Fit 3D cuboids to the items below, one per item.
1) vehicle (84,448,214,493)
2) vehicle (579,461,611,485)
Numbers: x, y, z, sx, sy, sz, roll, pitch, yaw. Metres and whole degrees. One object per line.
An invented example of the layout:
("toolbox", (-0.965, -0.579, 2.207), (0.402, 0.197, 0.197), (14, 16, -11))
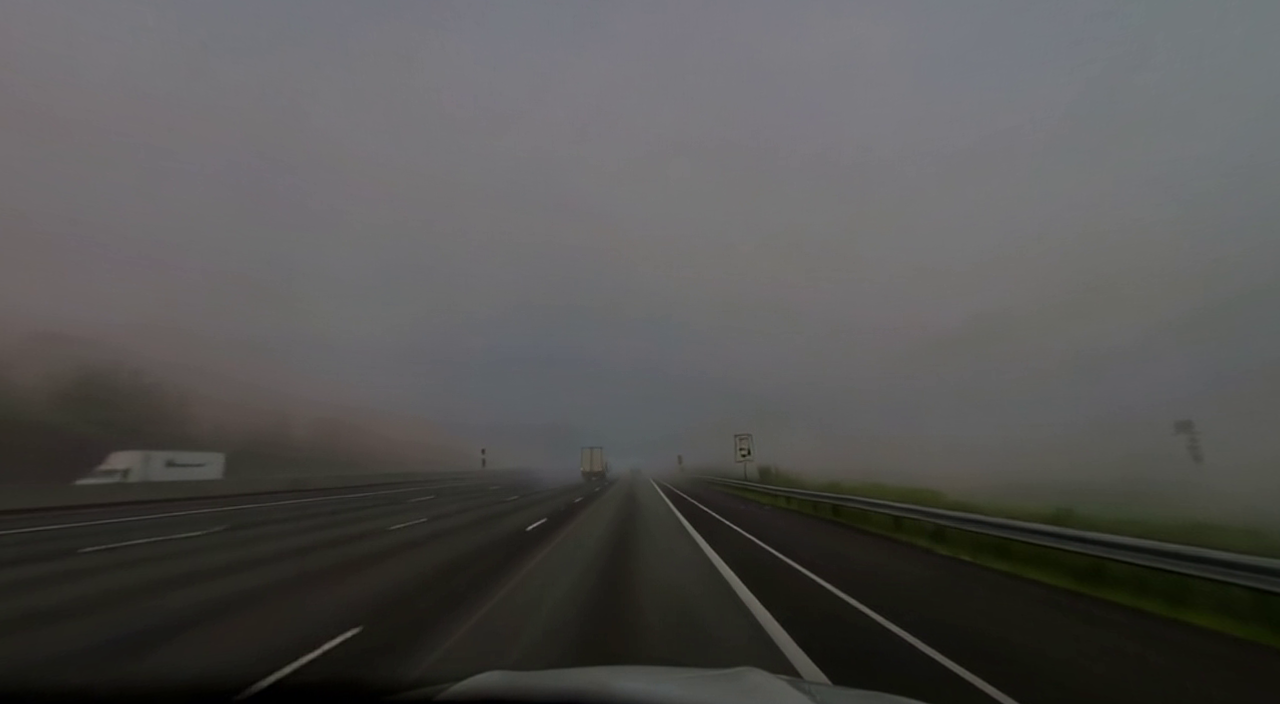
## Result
("vehicle", (-33.149, 8.050, 42.996), (2.779, 2.751, 7.408), (1, -10, 0))
("vehicle", (-3.243, 8.910, 46.302), (2.092, 1.642, 3.895), (1, -10, -1))
